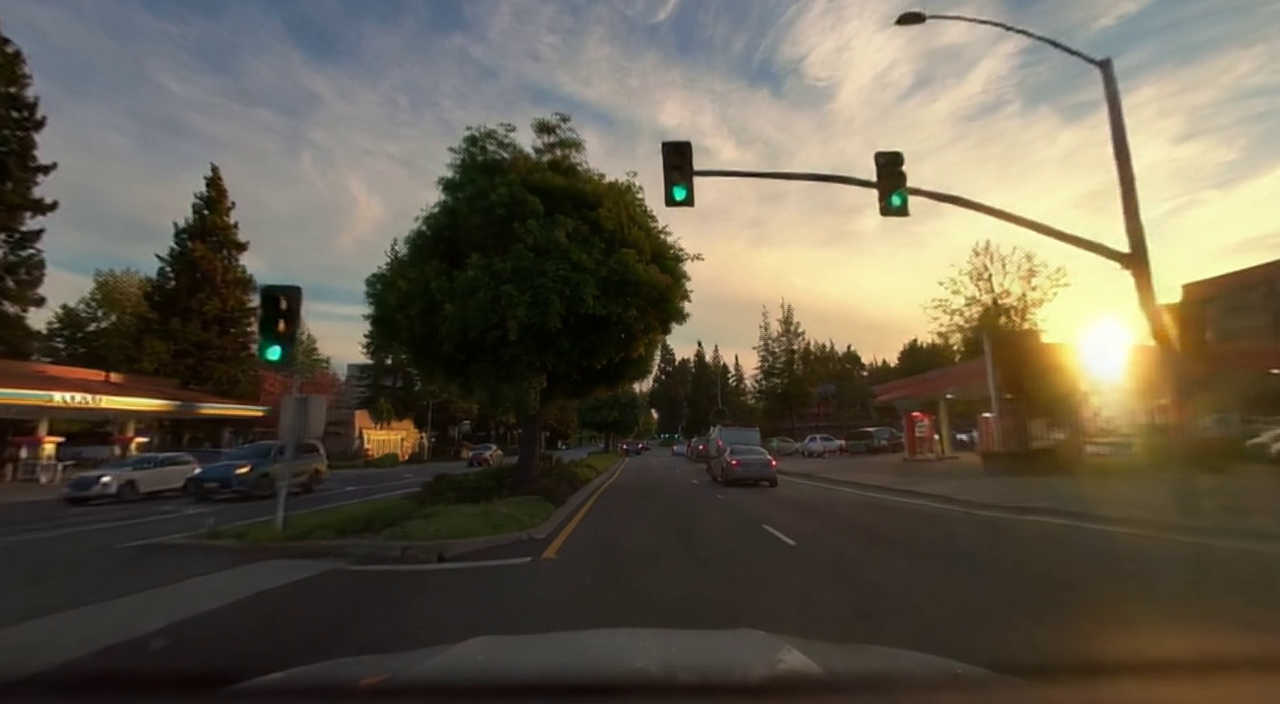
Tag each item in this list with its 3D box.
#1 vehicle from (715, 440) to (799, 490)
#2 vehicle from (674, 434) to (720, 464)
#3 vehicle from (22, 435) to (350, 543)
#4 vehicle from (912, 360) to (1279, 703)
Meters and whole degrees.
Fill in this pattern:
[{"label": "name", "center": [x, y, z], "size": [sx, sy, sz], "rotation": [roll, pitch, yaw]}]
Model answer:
[{"label": "vehicle", "center": [3.720, 3.640, 20.713], "size": [1.871, 1.442, 4.122], "rotation": [0, -8, -1]}, {"label": "vehicle", "center": [3.837, 6.705, 43.671], "size": [2.611, 1.983, 5.165], "rotation": [0, -8, -1]}, {"label": "vehicle", "center": [-8.285, 2.484, 12.419], "size": [2.842, 1.476, 4.980], "rotation": [-3, -7, 0]}, {"label": "vehicle", "center": [3.814, 1.061, 4.089], "size": [1.875, 1.665, 4.931], "rotation": [0, -8, 0]}]
